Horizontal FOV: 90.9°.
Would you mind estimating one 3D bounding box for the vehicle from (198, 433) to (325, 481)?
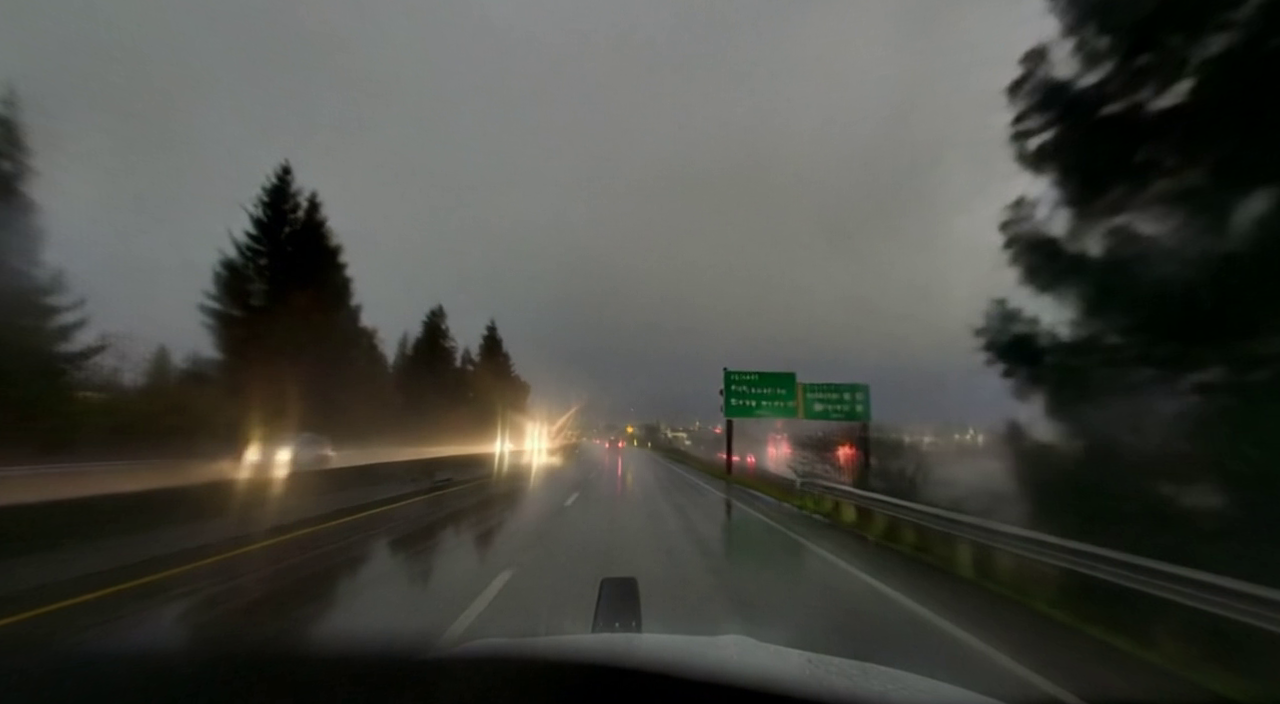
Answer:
[{"bbox_3d":[-13.014,3.618,22.015,1.972,1.503,3.935,0,-8,0],"label":"vehicle"}]
